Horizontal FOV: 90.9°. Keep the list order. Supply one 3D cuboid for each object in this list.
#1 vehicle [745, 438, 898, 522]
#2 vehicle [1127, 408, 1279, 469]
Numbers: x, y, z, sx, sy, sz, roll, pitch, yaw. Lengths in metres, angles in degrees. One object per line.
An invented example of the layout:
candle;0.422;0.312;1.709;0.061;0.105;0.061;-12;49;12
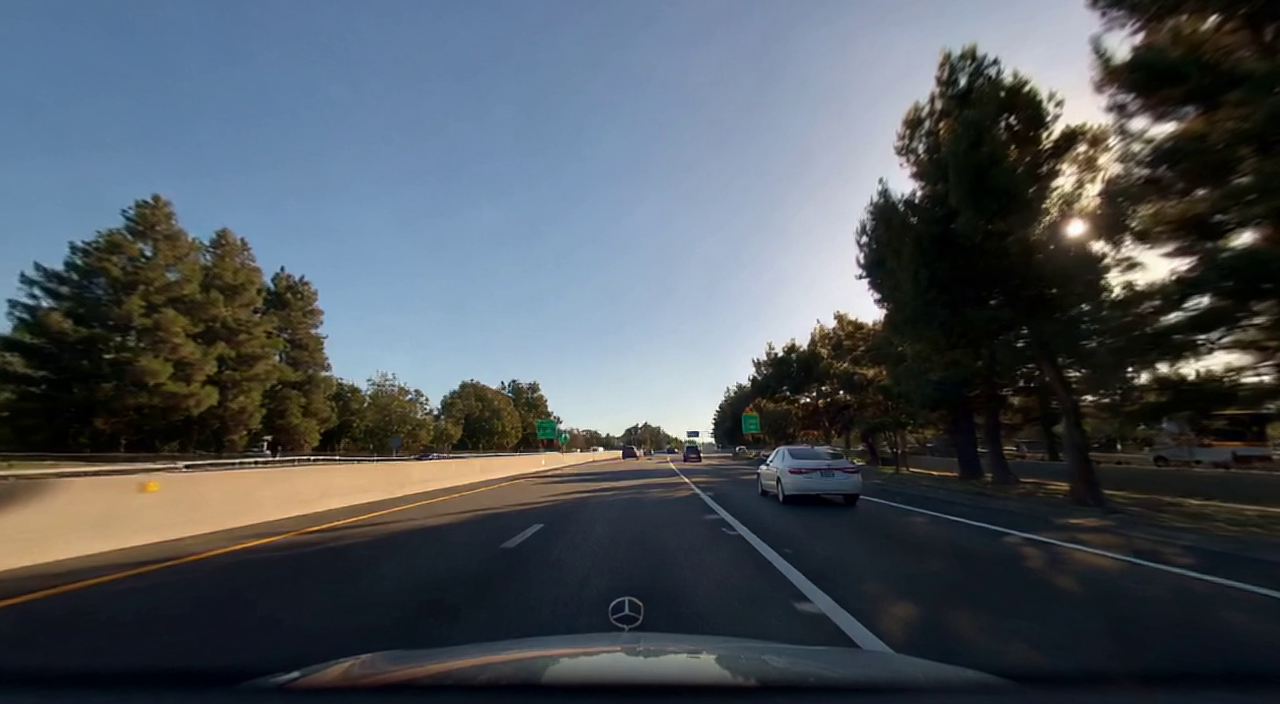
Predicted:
vehicle;3.534;2.575;13.195;1.938;1.456;4.204;0;-9;0
vehicle;19.973;3.116;22.423;2.131;1.902;4.846;-2;-9;12
